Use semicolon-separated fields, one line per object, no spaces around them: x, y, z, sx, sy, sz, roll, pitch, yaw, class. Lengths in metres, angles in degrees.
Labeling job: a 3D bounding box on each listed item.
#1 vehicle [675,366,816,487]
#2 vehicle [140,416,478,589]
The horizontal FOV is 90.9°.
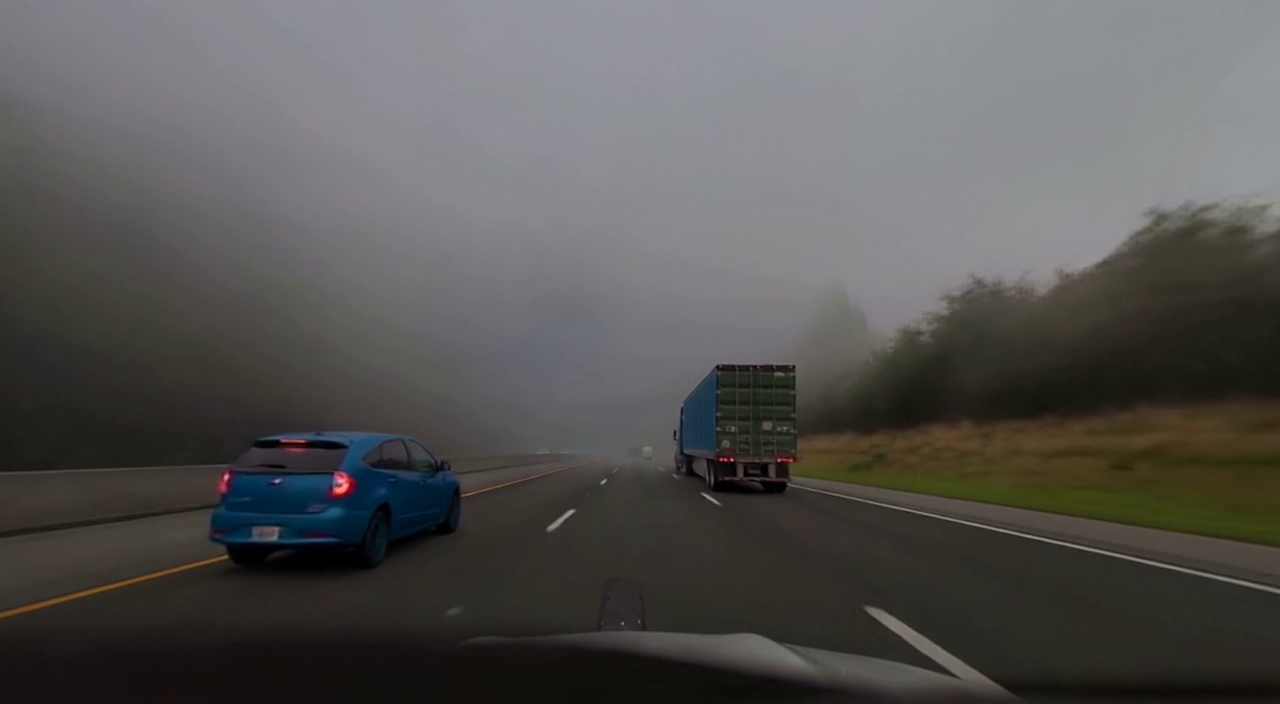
4.151;3.938;30.749;3.532;4.201;17.611;0;-9;-1;vehicle
-3.792;1.803;8.351;2.115;1.670;4.261;0;-9;0;vehicle
